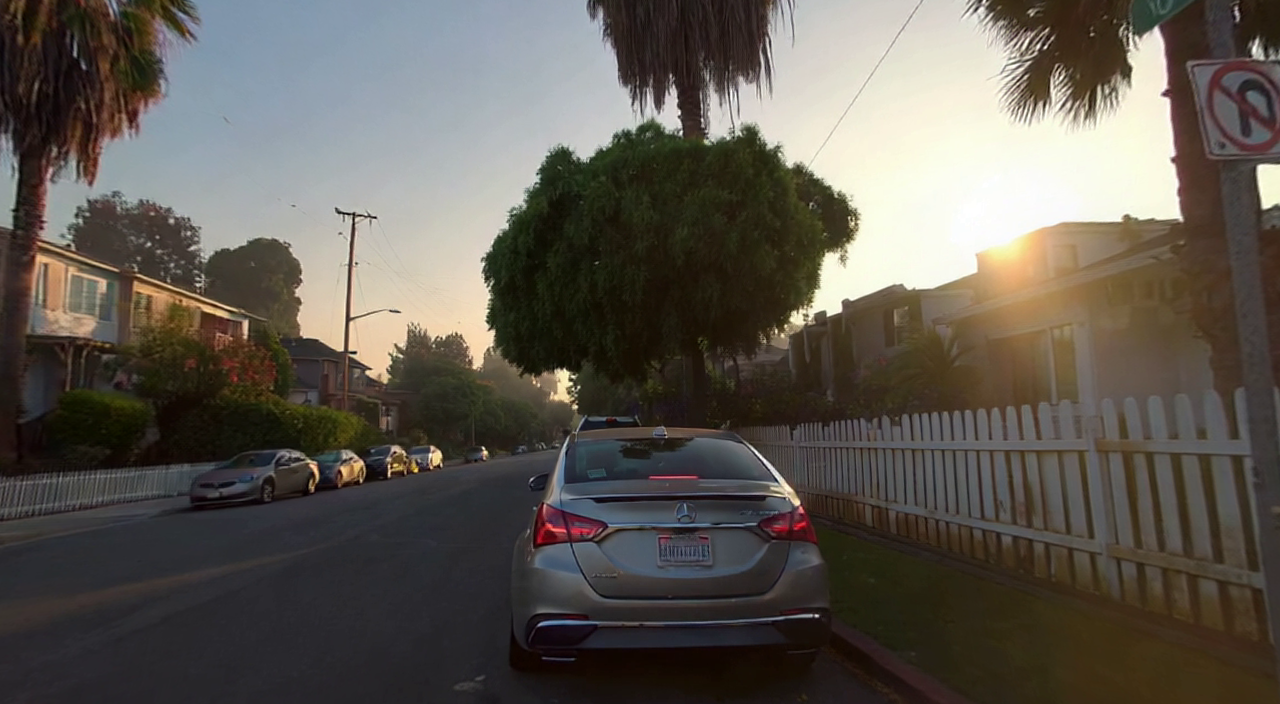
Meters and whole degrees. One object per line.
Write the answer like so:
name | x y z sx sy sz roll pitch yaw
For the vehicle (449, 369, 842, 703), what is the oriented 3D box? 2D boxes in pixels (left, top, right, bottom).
vehicle | -0.131 1.211 4.995 1.894 1.695 3.795 1 -8 -6

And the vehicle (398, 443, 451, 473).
vehicle | -13.132 6.461 38.685 2.060 1.689 4.999 1 -8 -7

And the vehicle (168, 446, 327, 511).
vehicle | -11.384 3.648 18.804 2.017 1.627 5.039 1 -8 -7

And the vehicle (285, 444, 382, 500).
vehicle | -12.131 4.703 25.284 2.048 1.485 4.757 -4 -4 -8
